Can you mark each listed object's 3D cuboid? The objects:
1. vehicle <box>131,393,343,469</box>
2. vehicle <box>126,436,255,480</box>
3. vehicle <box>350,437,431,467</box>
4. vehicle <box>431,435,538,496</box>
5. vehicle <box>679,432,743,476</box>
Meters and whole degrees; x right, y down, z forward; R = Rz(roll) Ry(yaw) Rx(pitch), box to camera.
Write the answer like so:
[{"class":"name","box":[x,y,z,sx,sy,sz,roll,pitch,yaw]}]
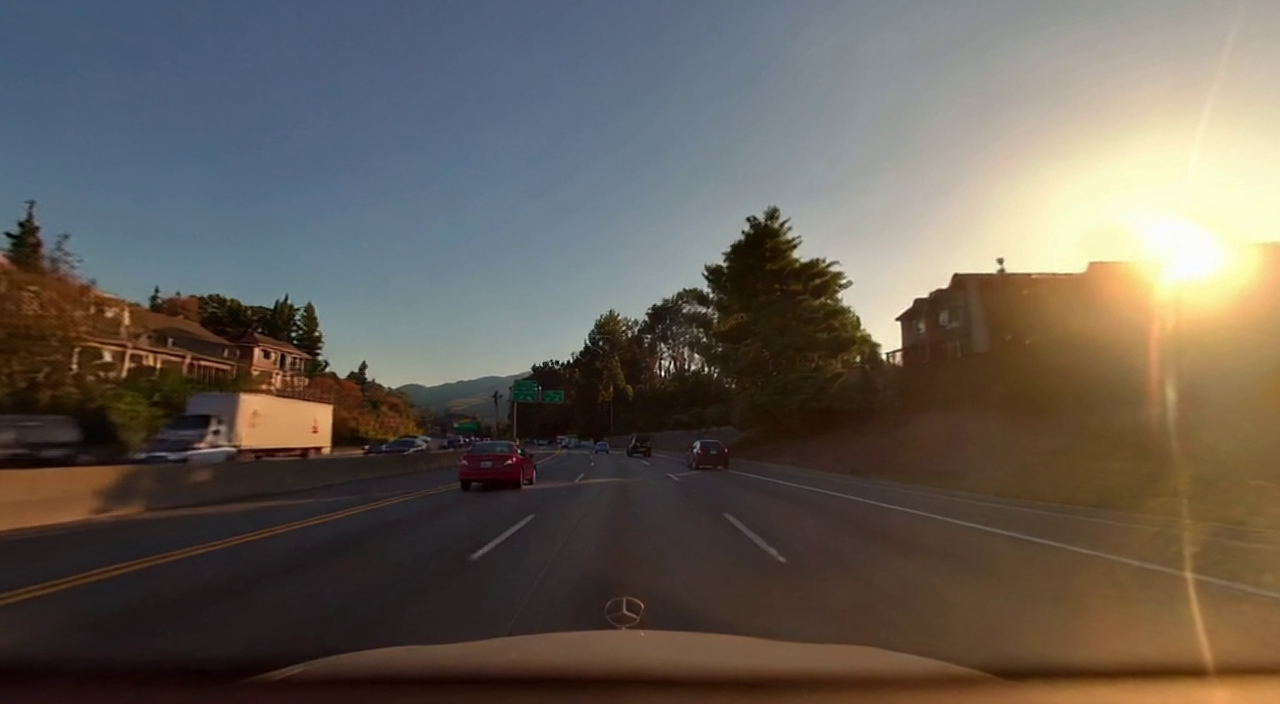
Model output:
[{"class":"vehicle","box":[-21.047,4.487,34.606,3.877,3.400,12.662,1,-9,-3]},{"class":"vehicle","box":[-16.092,3.819,22.827,1.640,1.407,4.050,0,-9,0]},{"class":"vehicle","box":[-12.833,5.192,32.762,2.295,1.425,4.766,0,-9,0]},{"class":"vehicle","box":[-4.316,3.228,18.245,2.036,1.528,4.400,0,-9,-1]},{"class":"vehicle","box":[2.896,4.285,26.679,2.092,1.686,4.188,0,-9,-2]}]
